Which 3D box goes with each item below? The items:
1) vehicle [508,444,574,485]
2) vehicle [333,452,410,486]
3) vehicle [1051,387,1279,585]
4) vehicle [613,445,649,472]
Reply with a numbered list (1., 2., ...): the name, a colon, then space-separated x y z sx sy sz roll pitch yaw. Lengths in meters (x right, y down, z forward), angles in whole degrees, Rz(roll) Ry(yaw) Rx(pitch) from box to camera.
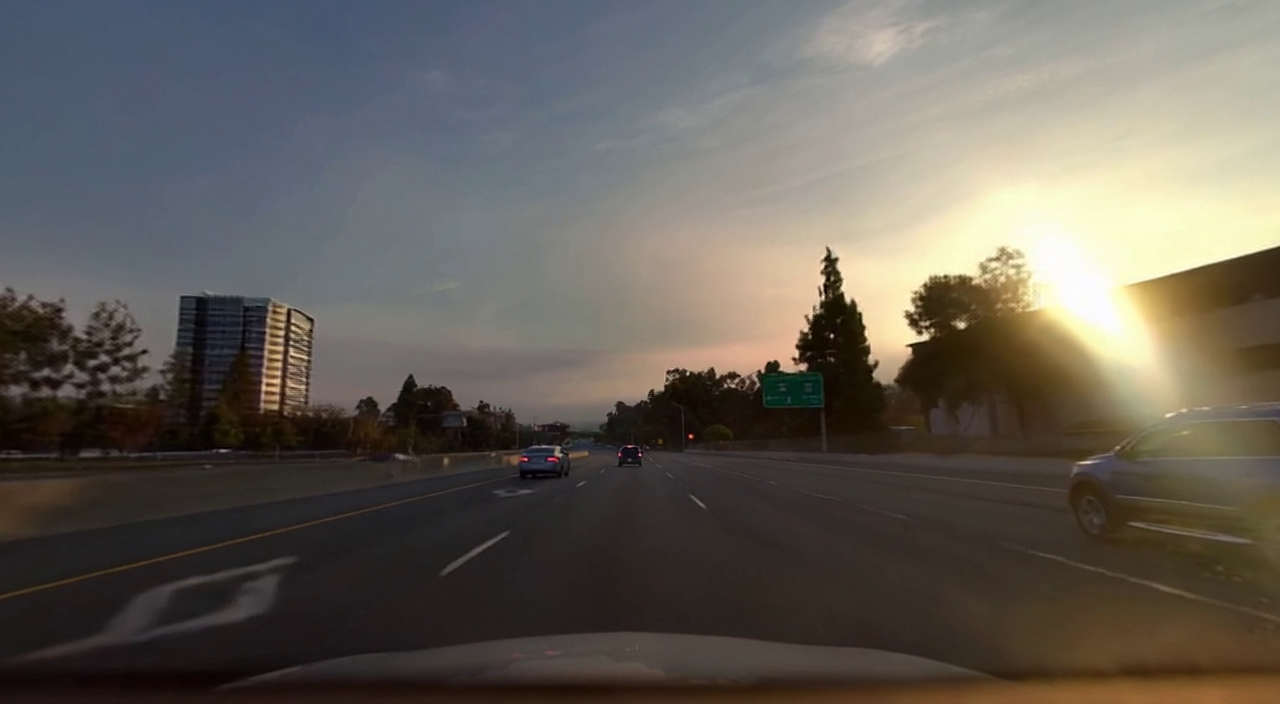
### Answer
1. vehicle: -3.863 4.452 25.361 1.886 1.465 4.625 -1 -9 0
2. vehicle: -14.265 6.206 33.915 1.986 1.659 4.769 -1 -9 0
3. vehicle: 6.921 1.344 6.575 2.028 1.801 4.741 0 -9 0
4. vehicle: -0.549 6.325 37.619 1.997 1.485 4.094 0 -9 -1
